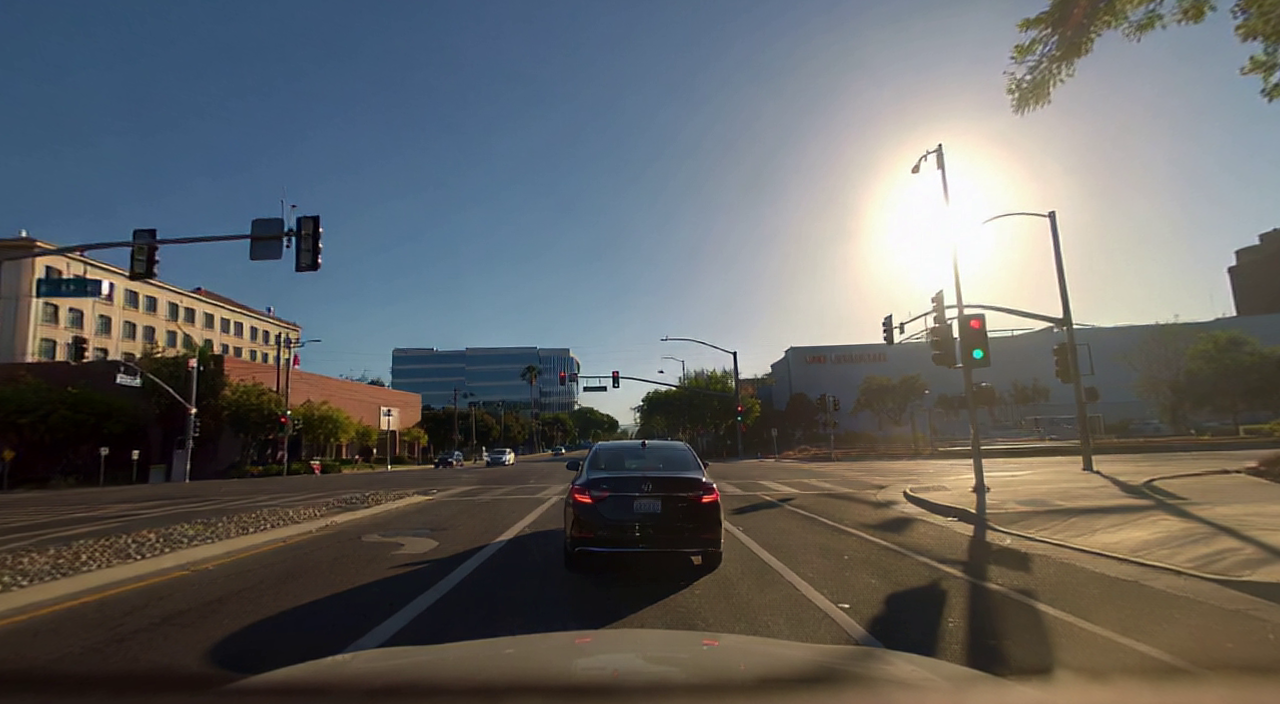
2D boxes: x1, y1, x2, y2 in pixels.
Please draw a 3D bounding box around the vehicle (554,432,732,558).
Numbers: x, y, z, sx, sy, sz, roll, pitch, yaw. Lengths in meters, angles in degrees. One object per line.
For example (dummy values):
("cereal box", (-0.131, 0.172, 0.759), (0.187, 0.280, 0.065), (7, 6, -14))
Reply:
("vehicle", (0.006, 1.995, 9.518), (2.107, 1.470, 3.974), (0, -9, -1))
